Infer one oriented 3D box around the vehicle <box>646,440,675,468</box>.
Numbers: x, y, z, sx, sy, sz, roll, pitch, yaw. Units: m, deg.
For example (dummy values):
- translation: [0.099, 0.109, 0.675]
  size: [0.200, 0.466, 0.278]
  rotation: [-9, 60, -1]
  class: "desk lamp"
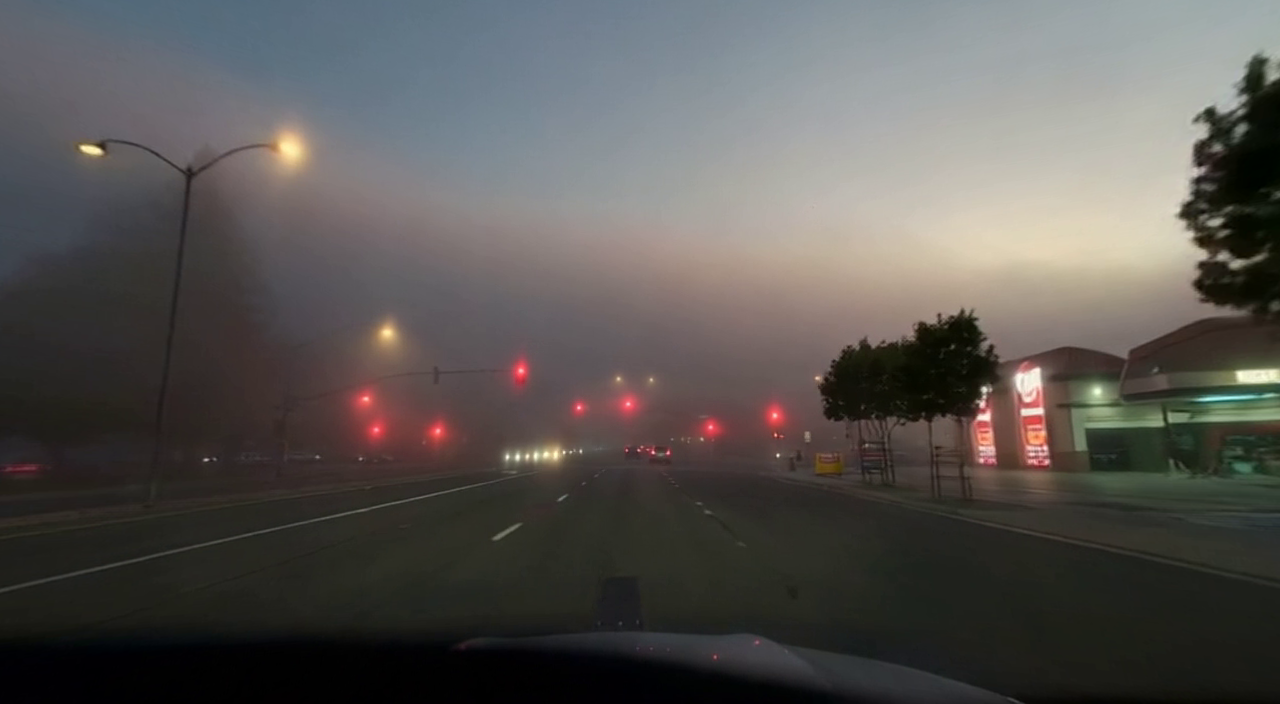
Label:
- translation: [1.525, 7.623, 47.321]
  size: [2.096, 1.961, 4.259]
  rotation: [0, -9, 2]
  class: "vehicle"
